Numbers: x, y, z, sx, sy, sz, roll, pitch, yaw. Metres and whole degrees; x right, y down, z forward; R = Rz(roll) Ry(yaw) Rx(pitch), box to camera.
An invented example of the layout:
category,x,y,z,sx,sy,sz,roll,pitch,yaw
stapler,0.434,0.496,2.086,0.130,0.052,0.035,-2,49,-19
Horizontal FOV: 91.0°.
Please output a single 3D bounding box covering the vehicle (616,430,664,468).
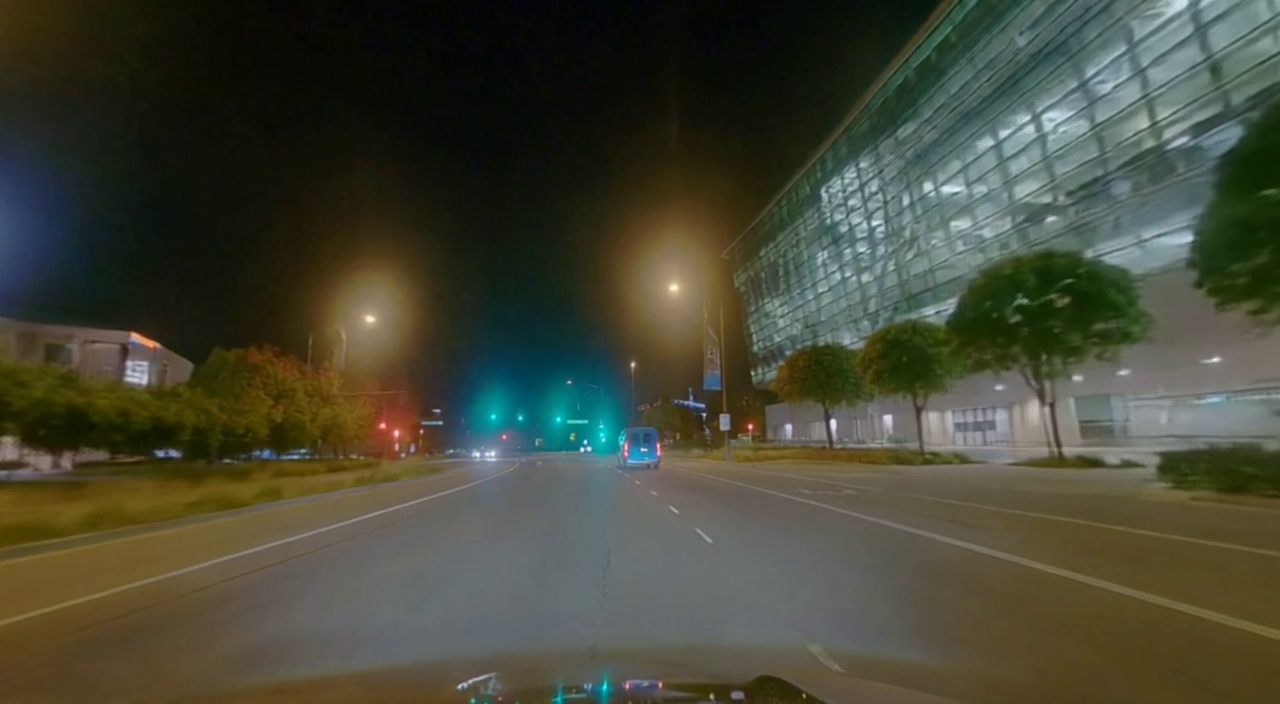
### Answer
category,x,y,z,sx,sy,sz,roll,pitch,yaw
vehicle,-0.078,6.111,39.771,2.339,2.244,4.817,1,-8,-9
